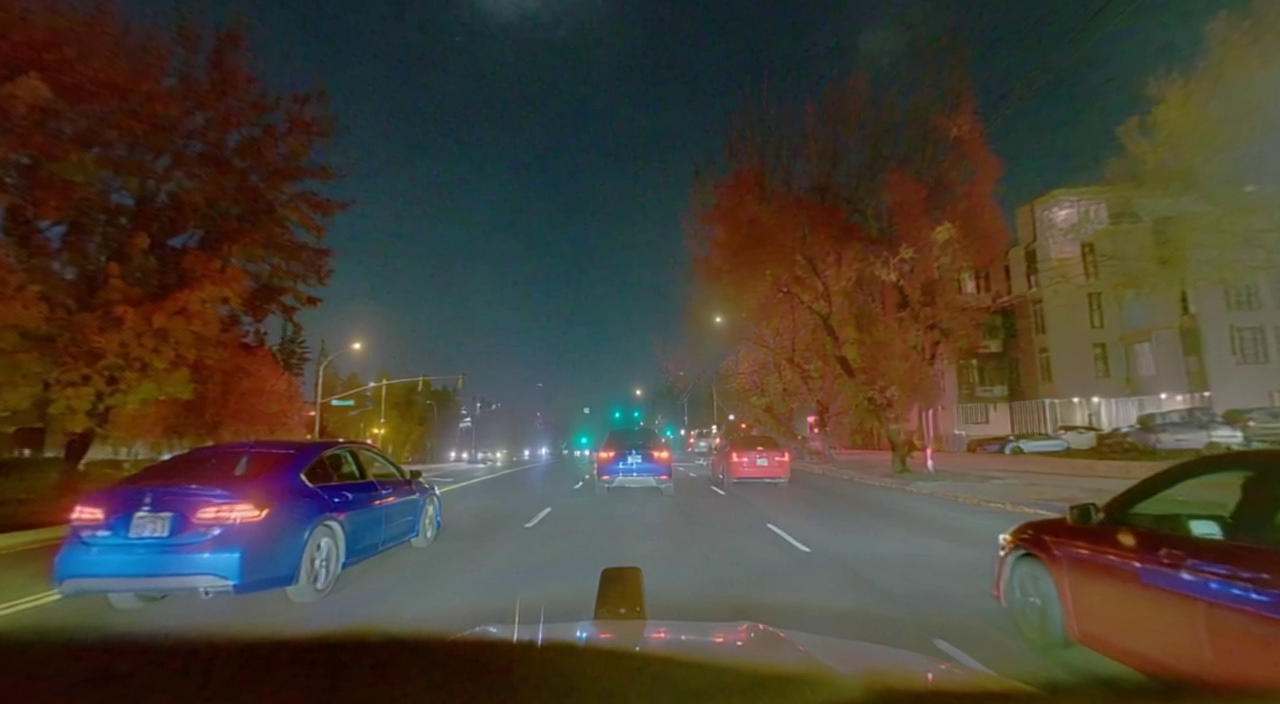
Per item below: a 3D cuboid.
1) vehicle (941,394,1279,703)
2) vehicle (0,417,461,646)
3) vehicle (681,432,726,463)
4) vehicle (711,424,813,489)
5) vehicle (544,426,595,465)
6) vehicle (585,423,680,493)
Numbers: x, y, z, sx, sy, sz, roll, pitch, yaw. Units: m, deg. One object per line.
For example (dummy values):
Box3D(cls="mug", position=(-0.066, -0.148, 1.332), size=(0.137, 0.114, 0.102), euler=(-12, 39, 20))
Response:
Box3D(cls="vehicle", position=(3.382, 0.940, 2.579), size=(2.060, 1.474, 4.475), euler=(0, -8, 0))
Box3D(cls="vehicle", position=(-3.548, 1.502, 6.433), size=(1.997, 1.479, 4.547), euler=(0, -8, 1))
Box3D(cls="vehicle", position=(3.605, 5.553, 36.464), size=(2.067, 1.687, 4.163), euler=(0, -8, -2))
Box3D(cls="vehicle", position=(3.425, 3.053, 18.601), size=(2.019, 1.675, 4.488), euler=(0, -8, -1))
Box3D(cls="vehicle", position=(-3.880, 5.301, 35.714), size=(2.246, 2.062, 5.123), euler=(0, -8, 1))
Box3D(cls="vehicle", position=(-0.217, 2.873, 17.349), size=(2.293, 1.662, 4.262), euler=(0, -8, -1))
